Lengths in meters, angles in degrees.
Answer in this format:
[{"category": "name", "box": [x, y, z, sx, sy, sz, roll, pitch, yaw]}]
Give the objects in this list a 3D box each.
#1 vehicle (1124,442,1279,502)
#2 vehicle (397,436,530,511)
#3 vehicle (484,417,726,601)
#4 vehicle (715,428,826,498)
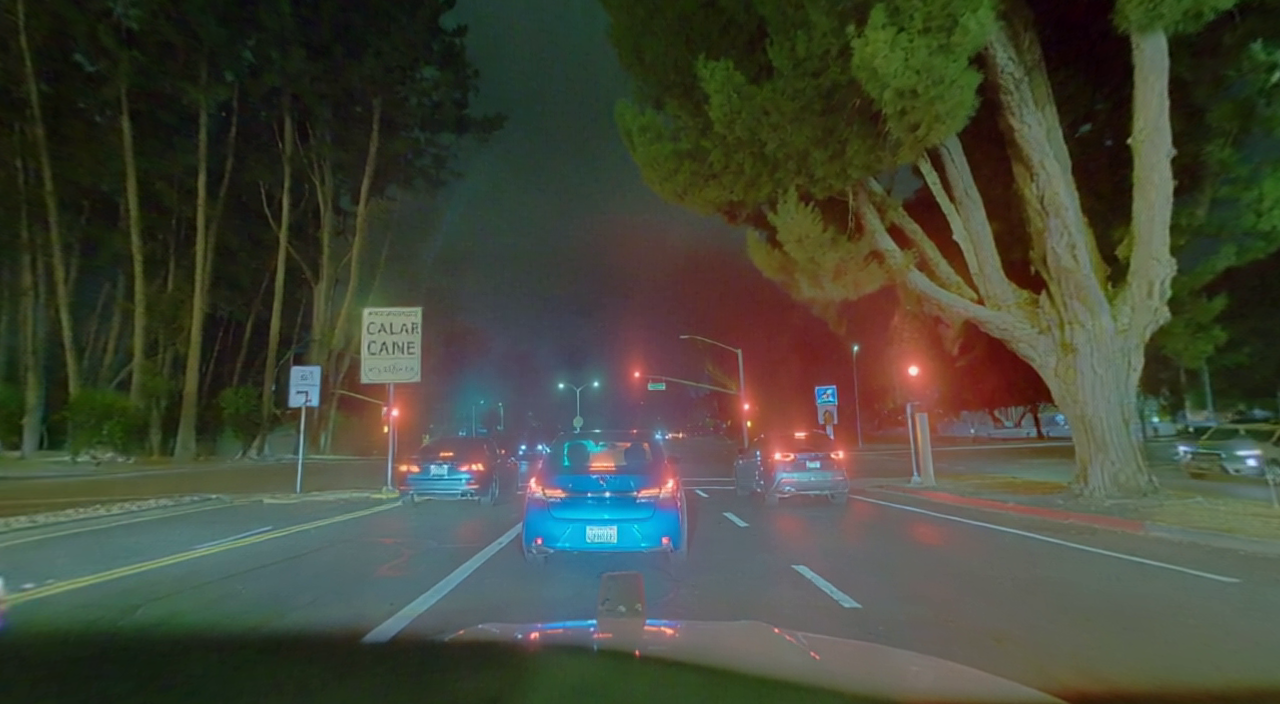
[{"category": "vehicle", "box": [15.183, 3.032, 16.267, 3.951, 1.418, 1.842, 0, -8, -3]}, {"category": "vehicle", "box": [-3.779, 2.657, 14.273, 1.998, 1.452, 3.773, 0, -8, -1]}, {"category": "vehicle", "box": [-0.355, 1.640, 7.503, 2.045, 1.533, 4.183, 0, -8, -2]}, {"category": "vehicle", "box": [3.428, 3.011, 17.502, 2.028, 1.678, 4.220, 0, -8, -2]}]
